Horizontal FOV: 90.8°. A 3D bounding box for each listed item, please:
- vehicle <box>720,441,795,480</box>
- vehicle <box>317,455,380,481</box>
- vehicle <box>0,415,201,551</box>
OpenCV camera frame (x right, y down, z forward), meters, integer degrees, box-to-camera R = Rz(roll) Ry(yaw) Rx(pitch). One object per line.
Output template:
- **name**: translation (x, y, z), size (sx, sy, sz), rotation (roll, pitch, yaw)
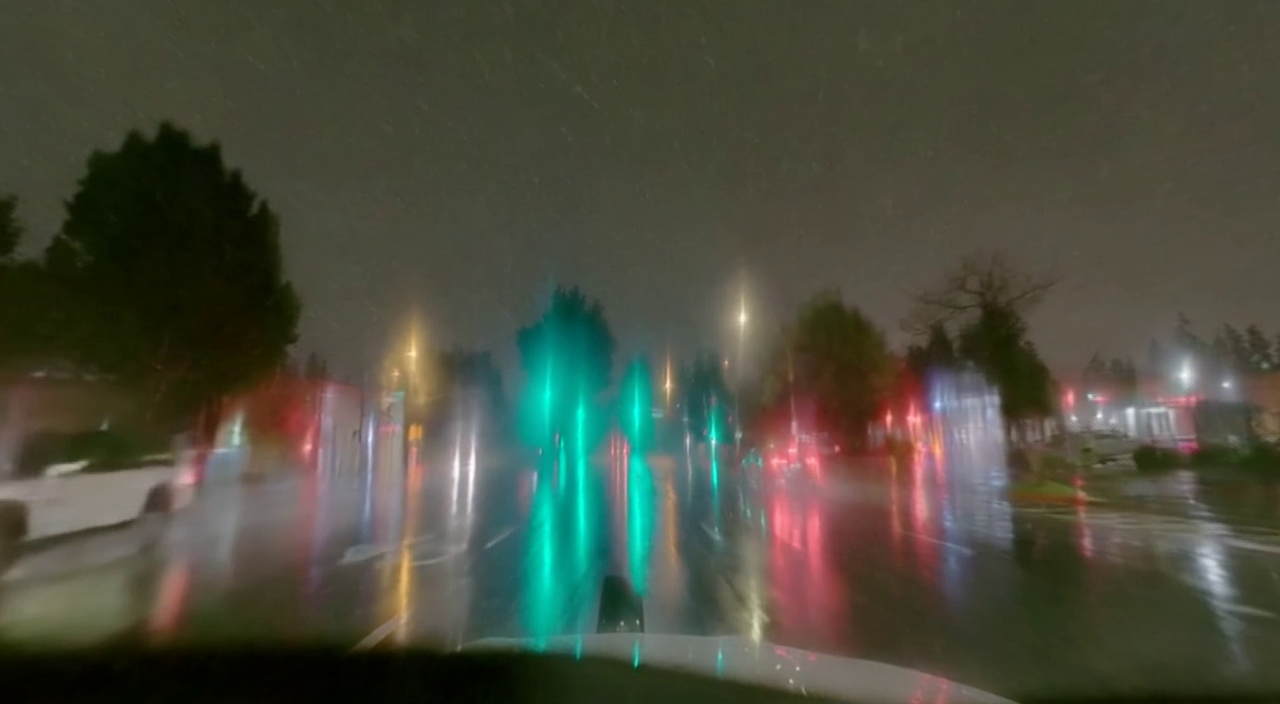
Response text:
- **vehicle**: translation (4.800, 4.521, 26.526), size (2.024, 1.475, 4.600), rotation (0, -9, -3)
- **vehicle**: translation (-17.874, 7.101, 38.918), size (1.931, 1.480, 4.396), rotation (0, -9, -3)
- **vehicle**: translation (-10.628, 2.156, 10.687), size (2.290, 1.989, 5.924), rotation (0, -9, -2)
